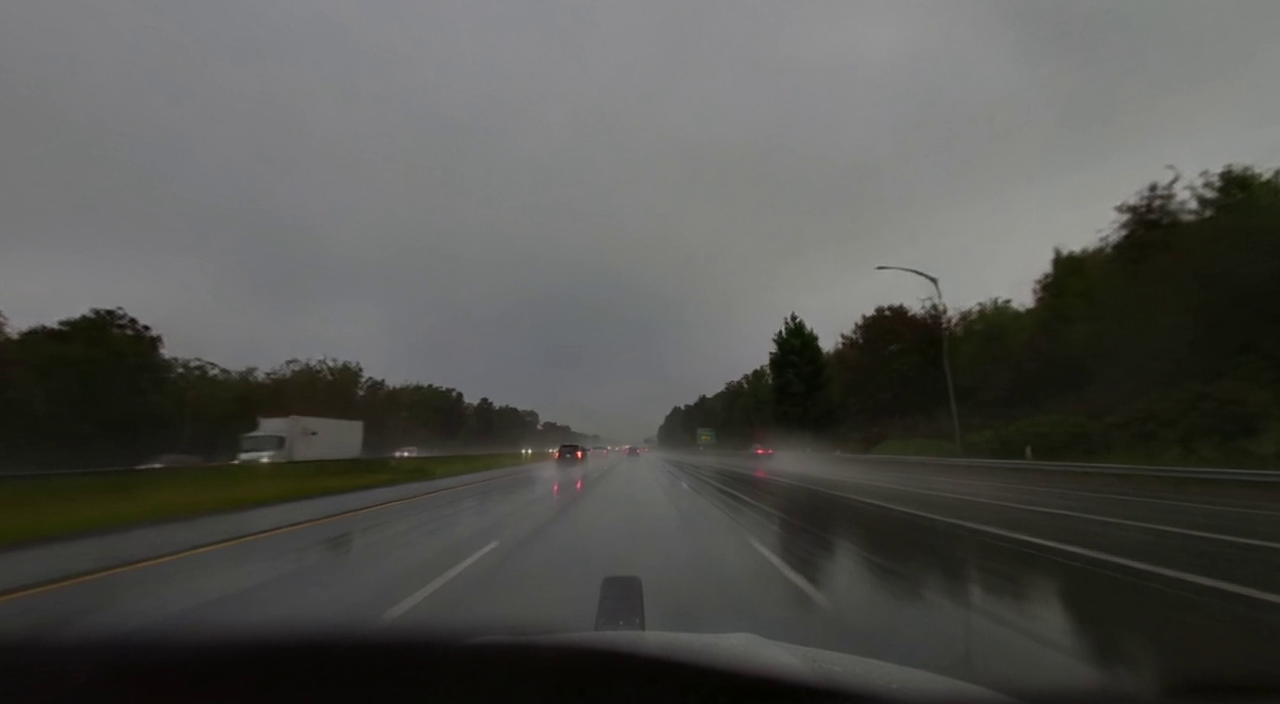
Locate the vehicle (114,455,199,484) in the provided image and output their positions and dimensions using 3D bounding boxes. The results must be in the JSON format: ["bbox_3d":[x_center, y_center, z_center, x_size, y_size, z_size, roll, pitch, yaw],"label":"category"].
[{"bbox_3d":[-32.841,7.969,43.102,2.044,1.790,4.666,0,-9,-1],"label":"vehicle"}]

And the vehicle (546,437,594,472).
[{"bbox_3d":[-3.776,5.653,34.905,2.114,1.774,4.427,0,-9,0],"label":"vehicle"}]

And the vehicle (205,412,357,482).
[{"bbox_3d":[-21.525,5.887,39.096,3.040,3.719,10.791,0,-9,0],"label":"vehicle"}]
